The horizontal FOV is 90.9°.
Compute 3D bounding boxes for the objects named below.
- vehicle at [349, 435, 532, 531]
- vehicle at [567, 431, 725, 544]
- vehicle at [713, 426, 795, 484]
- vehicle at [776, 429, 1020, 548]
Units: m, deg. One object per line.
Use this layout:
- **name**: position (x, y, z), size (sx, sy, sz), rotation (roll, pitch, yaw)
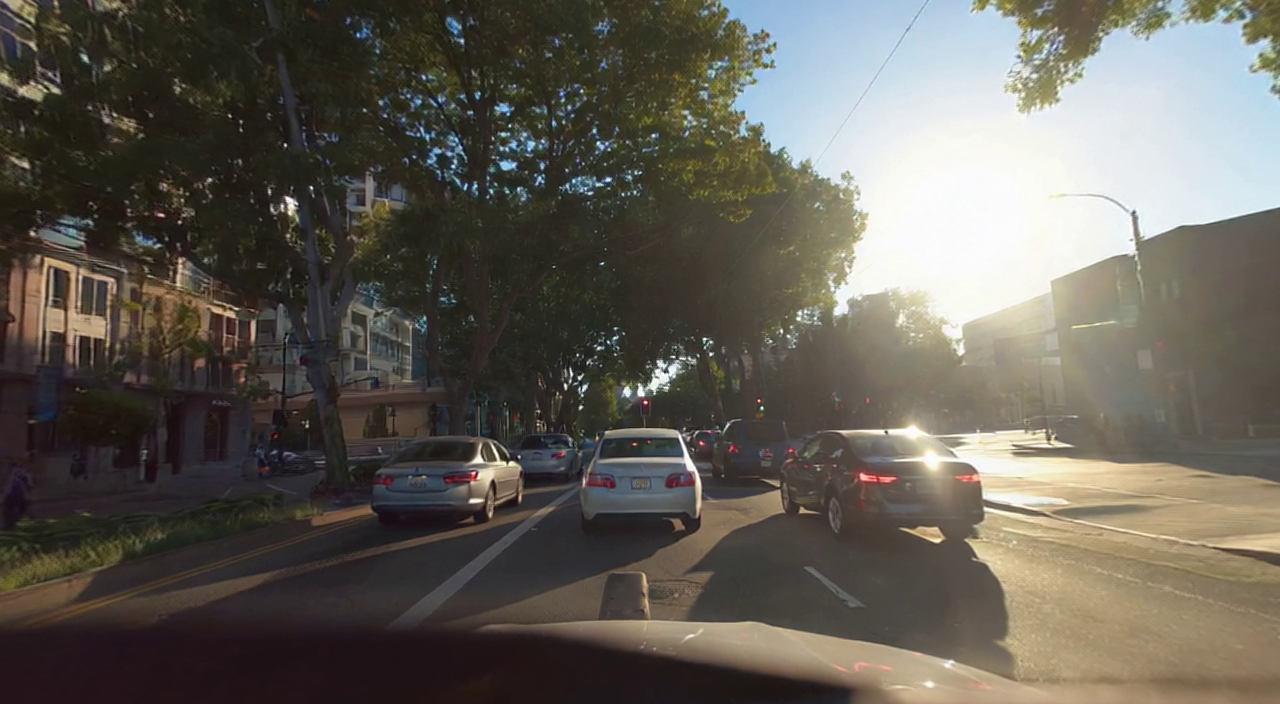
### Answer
- **vehicle**: position (-3.435, 2.327, 11.811), size (2.002, 1.465, 4.098), rotation (0, -8, 1)
- **vehicle**: position (0.030, 2.098, 10.423), size (2.101, 1.480, 3.929), rotation (0, -8, -1)
- **vehicle**: position (4.189, 3.911, 24.211), size (2.142, 1.957, 5.443), rotation (0, -8, 0)
- **vehicle**: position (3.762, 2.064, 10.268), size (1.990, 1.486, 4.431), rotation (0, -8, -2)
